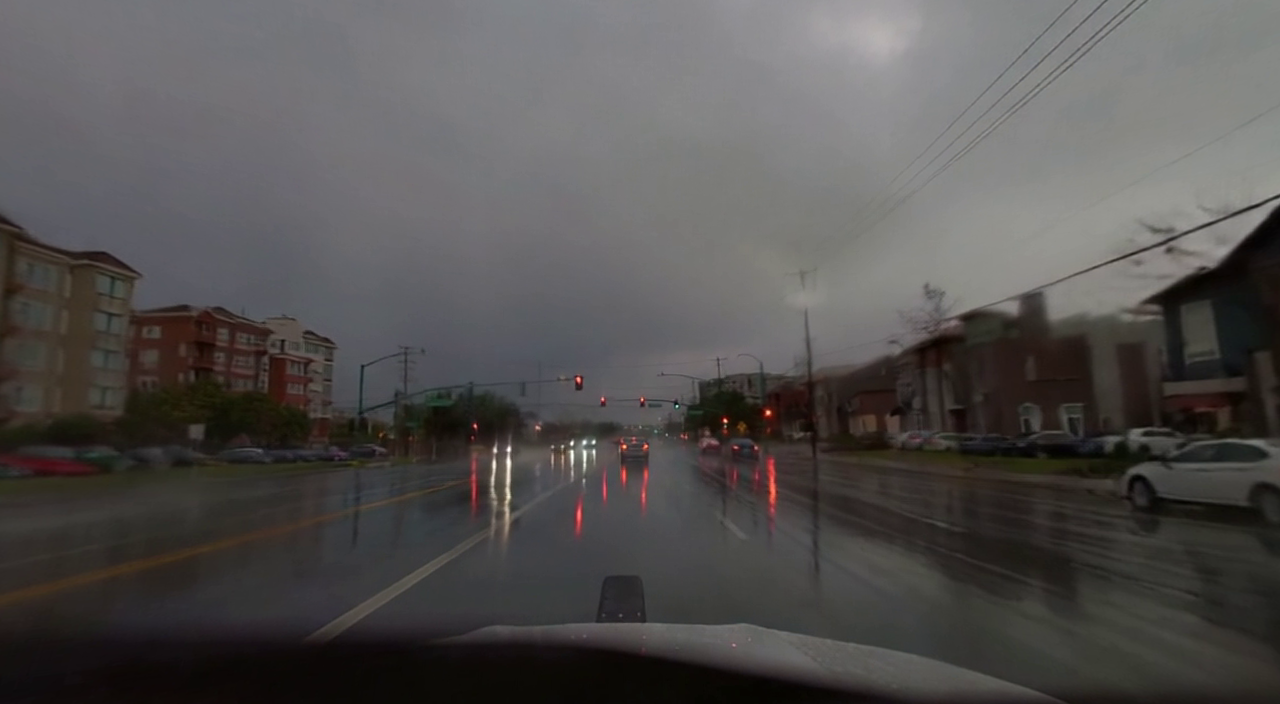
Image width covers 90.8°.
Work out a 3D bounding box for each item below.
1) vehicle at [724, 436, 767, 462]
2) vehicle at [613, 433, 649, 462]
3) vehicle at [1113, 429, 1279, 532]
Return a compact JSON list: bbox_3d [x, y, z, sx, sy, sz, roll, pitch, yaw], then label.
[{"bbox_3d":[6.278,5.828,37.981,1.768,1.417,4.213,0,-9,-2],"label":"vehicle"},{"bbox_3d":[-0.504,5.589,36.949,2.032,1.593,3.896,0,-9,0],"label":"vehicle"},{"bbox_3d":[10.348,2.045,10.307,1.948,1.489,4.276,0,-9,0],"label":"vehicle"}]
